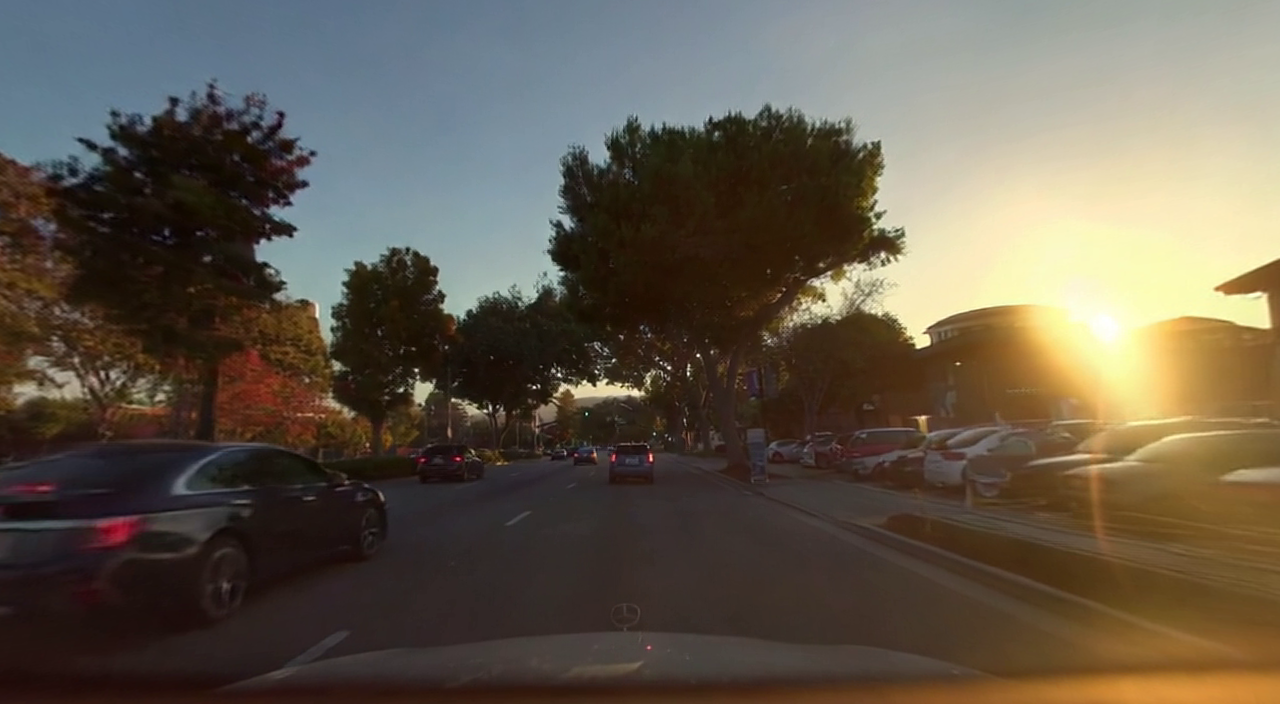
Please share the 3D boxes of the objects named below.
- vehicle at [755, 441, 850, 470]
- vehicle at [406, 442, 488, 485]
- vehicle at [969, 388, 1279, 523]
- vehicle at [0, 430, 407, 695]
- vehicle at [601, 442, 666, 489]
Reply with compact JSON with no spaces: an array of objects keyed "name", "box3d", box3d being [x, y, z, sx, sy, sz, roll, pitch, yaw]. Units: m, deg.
[{"name":"vehicle","box3d":[8.734,5.588,34.166,4.619,1.523,1.873,0,-9,1]},{"name":"vehicle","box3d":[-8.065,4.687,26.922,2.038,1.649,4.665,0,-9,-1]},{"name":"vehicle","box3d":[9.003,1.640,10.755,5.501,1.720,2.257,-4,-8,-5]},{"name":"vehicle","box3d":[-4.099,1.550,6.001,1.973,1.456,4.850,0,-9,-1]},{"name":"vehicle","box3d":[-0.271,3.879,21.915,2.061,1.469,3.954,0,-9,-2]}]
